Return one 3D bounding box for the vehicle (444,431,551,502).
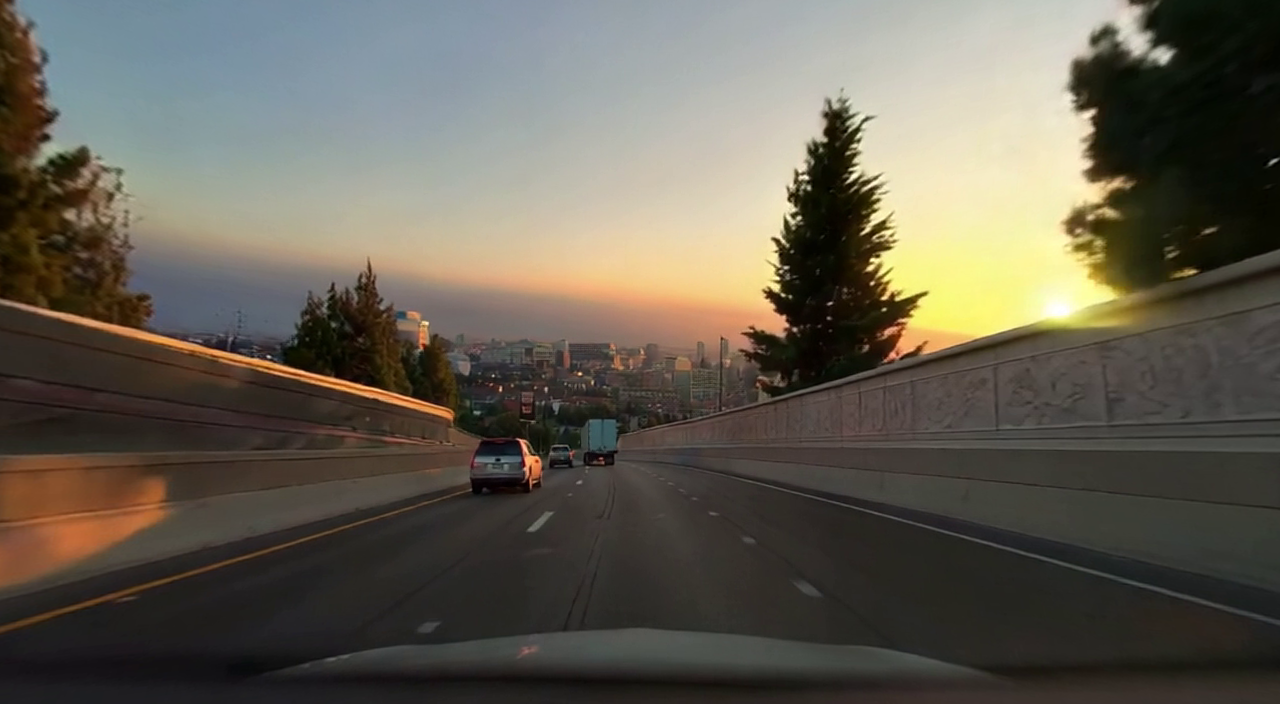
[{"bbox_3d":[-3.809,3.163,17.742,2.041,1.734,4.391,0,-9,-1],"label":"vehicle"}]
